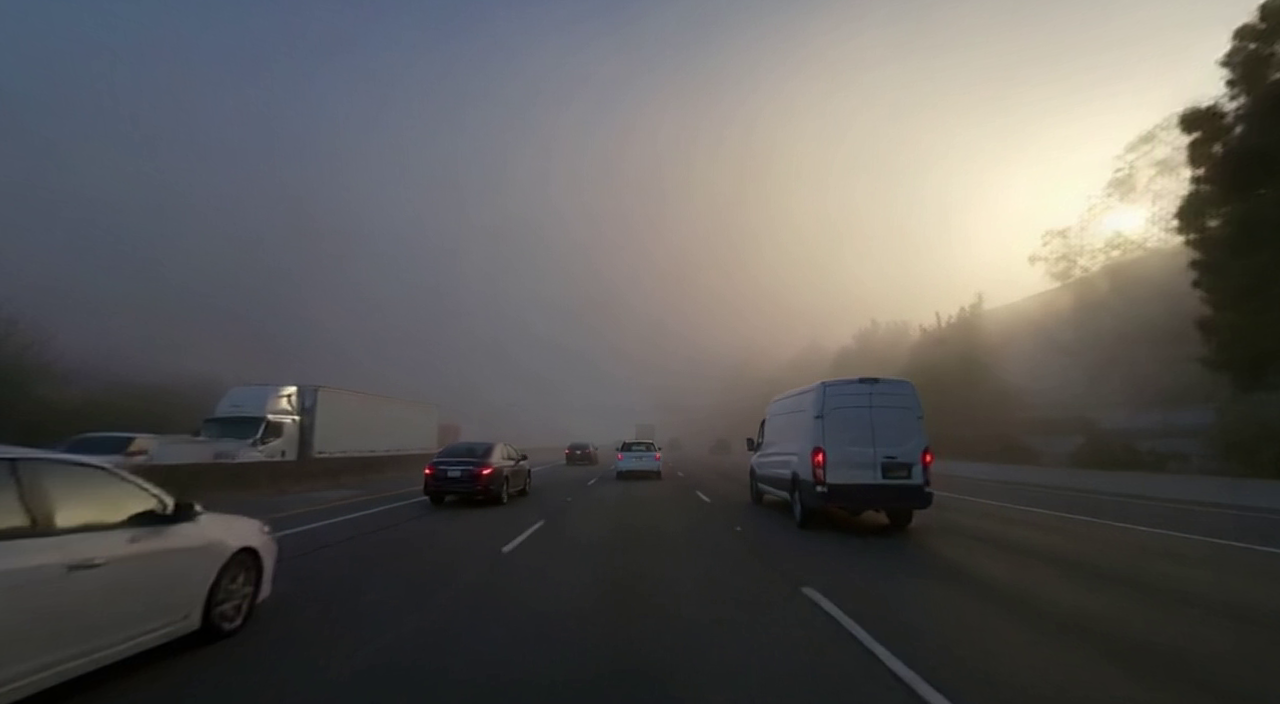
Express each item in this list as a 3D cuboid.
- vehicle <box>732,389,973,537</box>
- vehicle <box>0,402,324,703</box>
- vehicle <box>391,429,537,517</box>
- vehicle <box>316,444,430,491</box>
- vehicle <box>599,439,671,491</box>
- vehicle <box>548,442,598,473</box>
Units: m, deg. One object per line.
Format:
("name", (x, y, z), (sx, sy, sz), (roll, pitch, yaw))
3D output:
("vehicle", (3.415, 1.987, 11.743), (2.460, 2.086, 5.576), (0, -9, -1))
("vehicle", (-3.562, 0.959, 2.617), (2.098, 1.463, 4.578), (0, -9, 0))
("vehicle", (-3.591, 2.557, 13.751), (1.956, 1.602, 4.258), (0, -9, 0))
("vehicle", (-9.078, 3.939, 21.923), (1.937, 1.450, 4.569), (0, -9, 1))
("vehicle", (-0.158, 3.495, 19.852), (2.053, 1.461, 3.941), (0, -9, -1))
("vehicle", (-3.395, 5.442, 32.660), (2.062, 1.459, 4.365), (0, -9, 0))
